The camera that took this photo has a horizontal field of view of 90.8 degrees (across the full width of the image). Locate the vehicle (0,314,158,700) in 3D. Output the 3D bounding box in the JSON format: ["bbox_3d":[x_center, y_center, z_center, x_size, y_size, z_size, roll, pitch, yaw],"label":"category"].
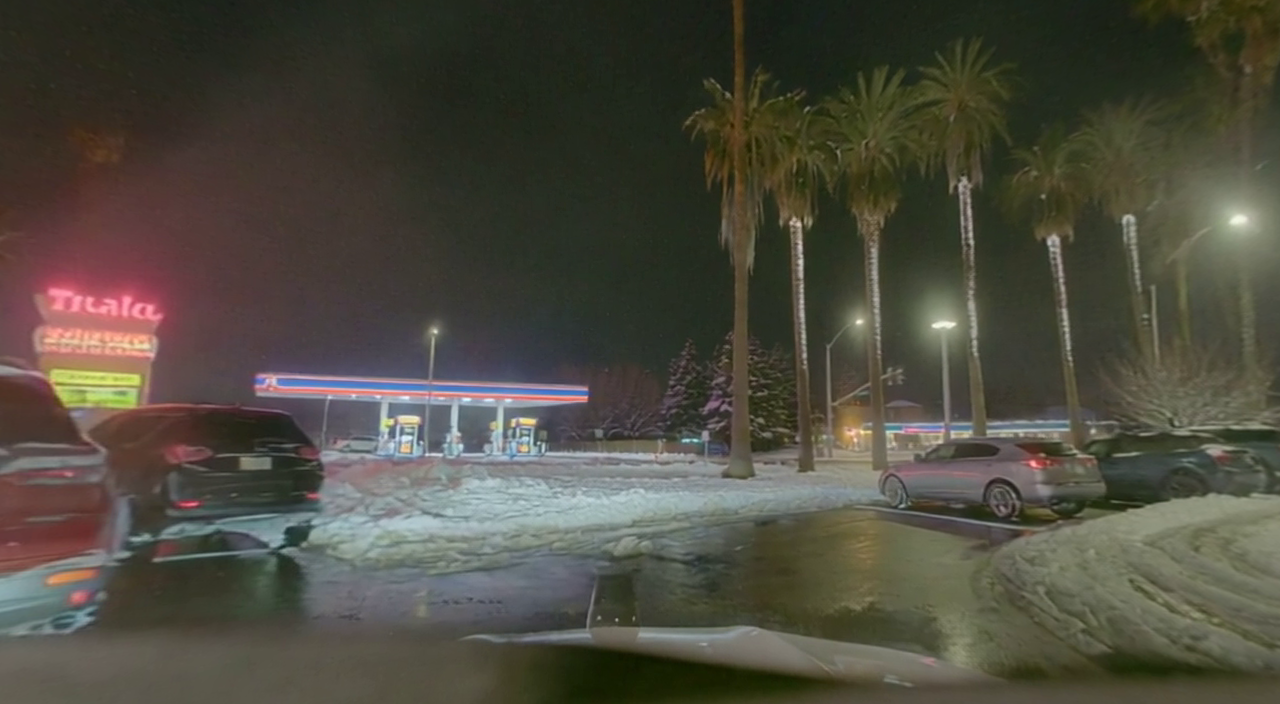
[{"bbox_3d":[-6.465,1.077,4.896,6.836,2.006,2.434,-7,-11,37],"label":"vehicle"}]

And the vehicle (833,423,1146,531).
[{"bbox_3d":[5.837,2.126,11.331,1.937,1.490,4.564,3,-9,-24],"label":"vehicle"}]

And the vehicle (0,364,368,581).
[{"bbox_3d":[-6.444,1.486,8.512,5.855,1.950,2.445,-7,-11,37],"label":"vehicle"}]
